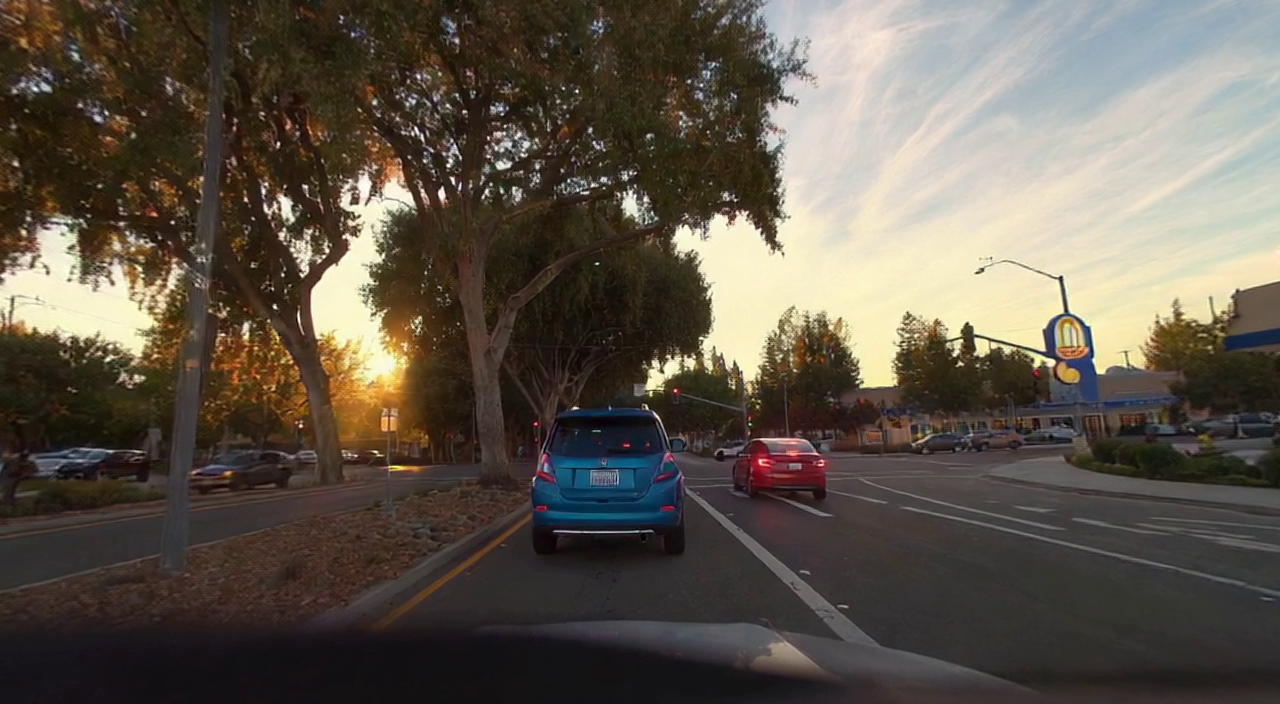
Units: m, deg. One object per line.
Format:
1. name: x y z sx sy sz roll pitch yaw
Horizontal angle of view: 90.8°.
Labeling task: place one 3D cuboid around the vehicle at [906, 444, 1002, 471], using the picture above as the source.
1. vehicle: 17.205 5.782 34.772 4.290 1.427 1.751 0 -9 2

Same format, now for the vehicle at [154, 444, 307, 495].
1. vehicle: -12.975 3.719 20.448 1.983 1.460 4.456 0 -9 0

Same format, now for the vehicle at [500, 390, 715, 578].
1. vehicle: -0.297 1.646 8.630 2.096 1.837 4.687 0 -9 1

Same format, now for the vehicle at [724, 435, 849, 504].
1. vehicle: 3.655 3.026 16.761 2.098 1.555 4.778 0 -9 -1
